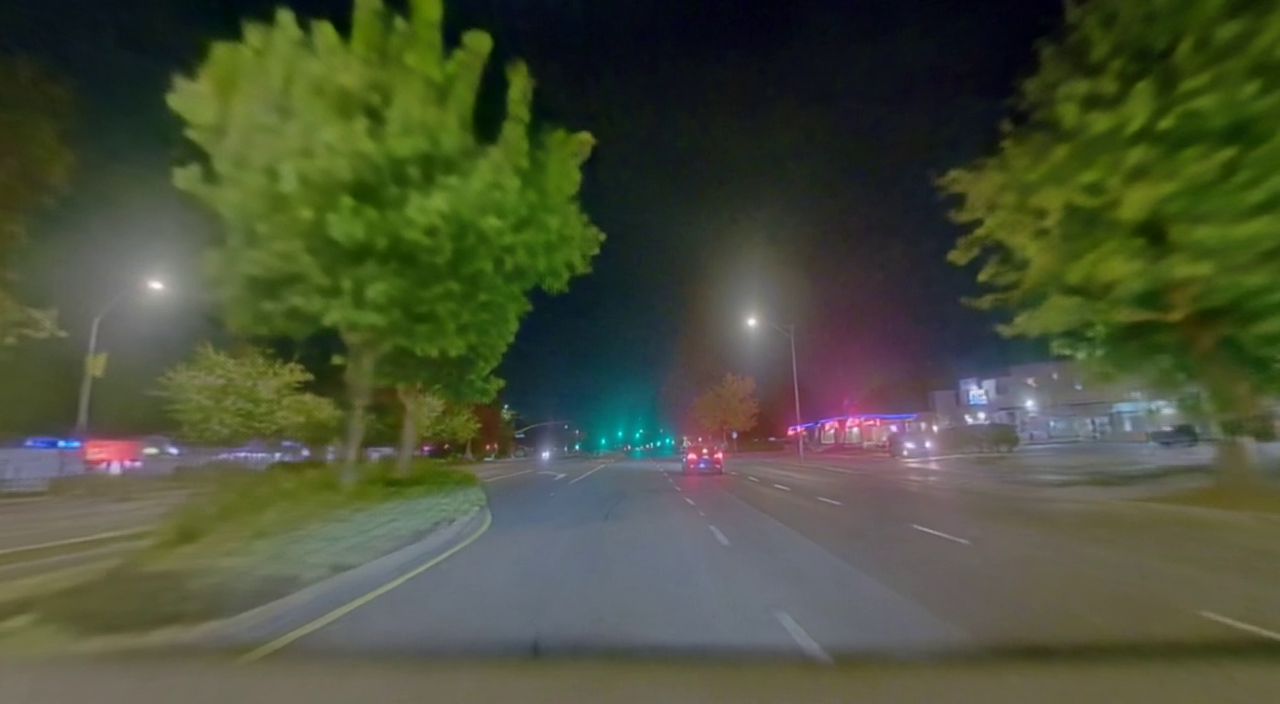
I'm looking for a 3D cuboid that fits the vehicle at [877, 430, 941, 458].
[{"bbox_3d":[19.912,6.813,47.139,2.247,1.917,5.791,1,-8,0],"label":"vehicle"}]

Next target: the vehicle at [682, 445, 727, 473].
[{"bbox_3d":[3.426,5.742,34.168,1.929,1.411,4.284,0,-8,-1],"label":"vehicle"}]
